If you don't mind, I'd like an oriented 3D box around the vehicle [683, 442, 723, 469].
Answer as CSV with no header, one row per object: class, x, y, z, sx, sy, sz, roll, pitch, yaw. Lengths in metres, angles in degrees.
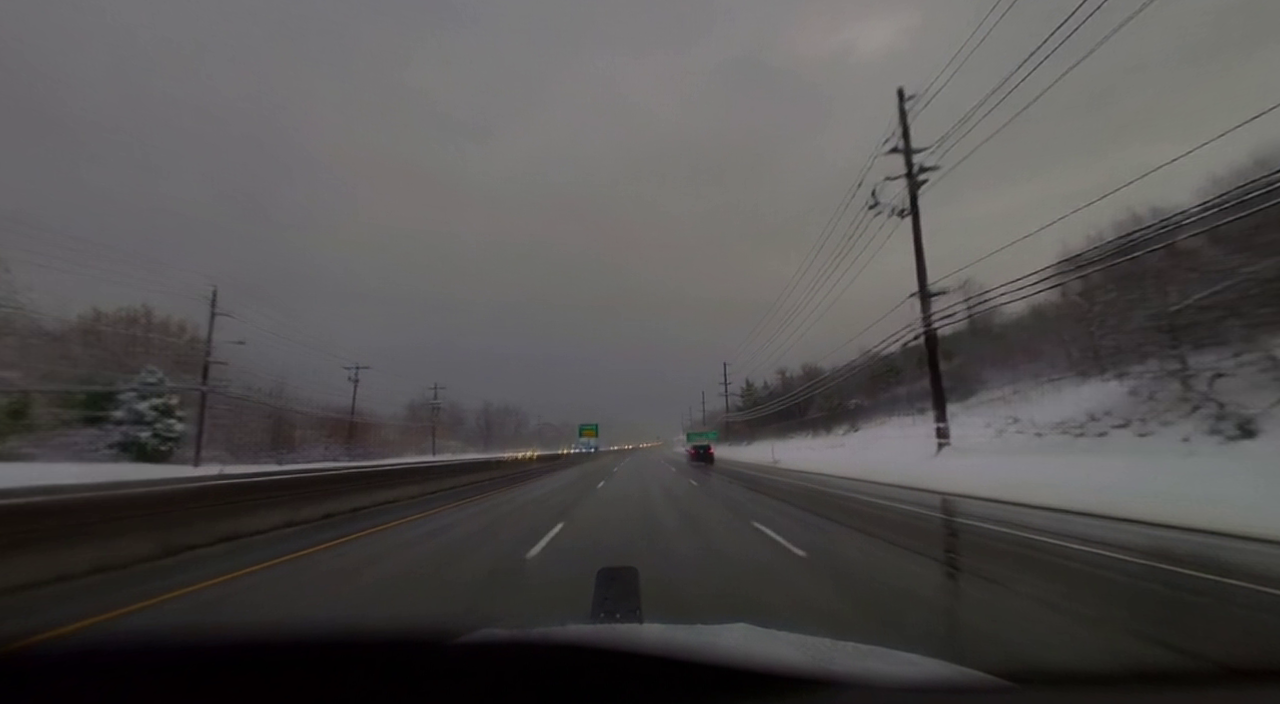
vehicle,3.873,6.436,39.101,2.054,1.565,4.089,0,-9,-1
